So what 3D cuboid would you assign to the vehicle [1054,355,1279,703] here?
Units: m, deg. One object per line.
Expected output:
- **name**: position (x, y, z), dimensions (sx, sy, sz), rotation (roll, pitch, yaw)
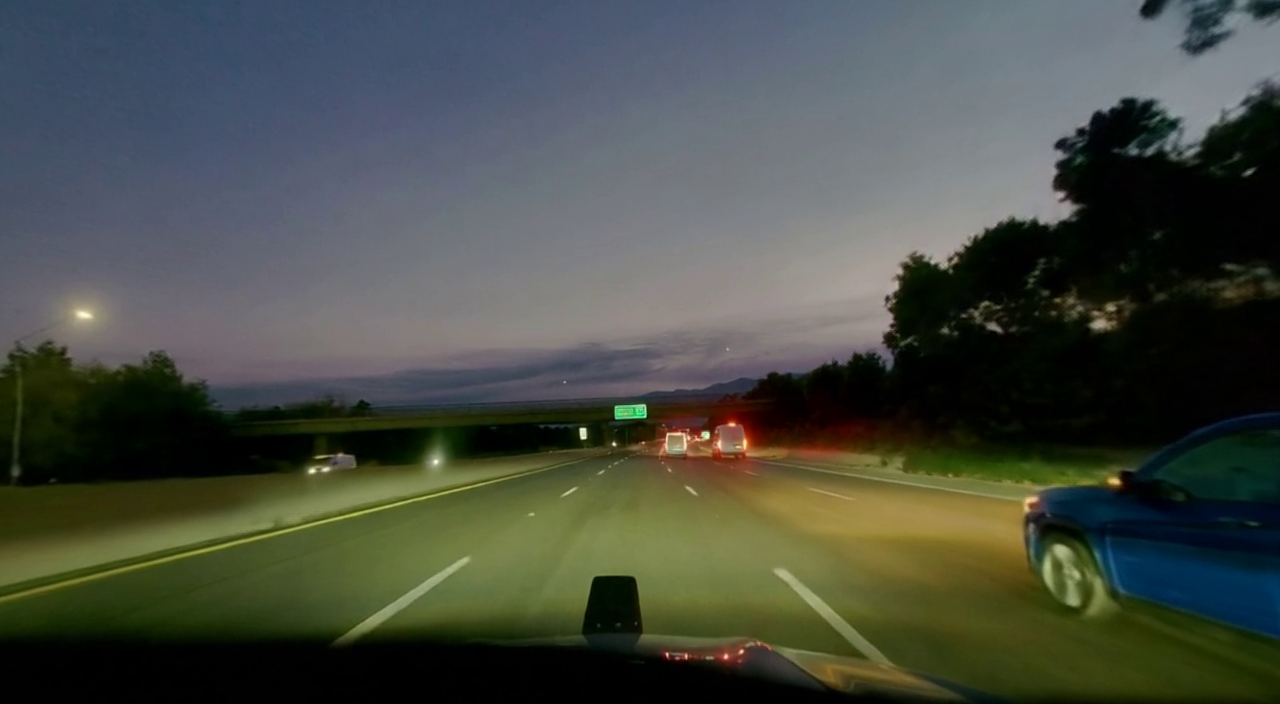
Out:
- **vehicle**: position (4.038, 0.747, 2.139), dimensions (2.148, 1.691, 4.443), rotation (0, -8, -1)
